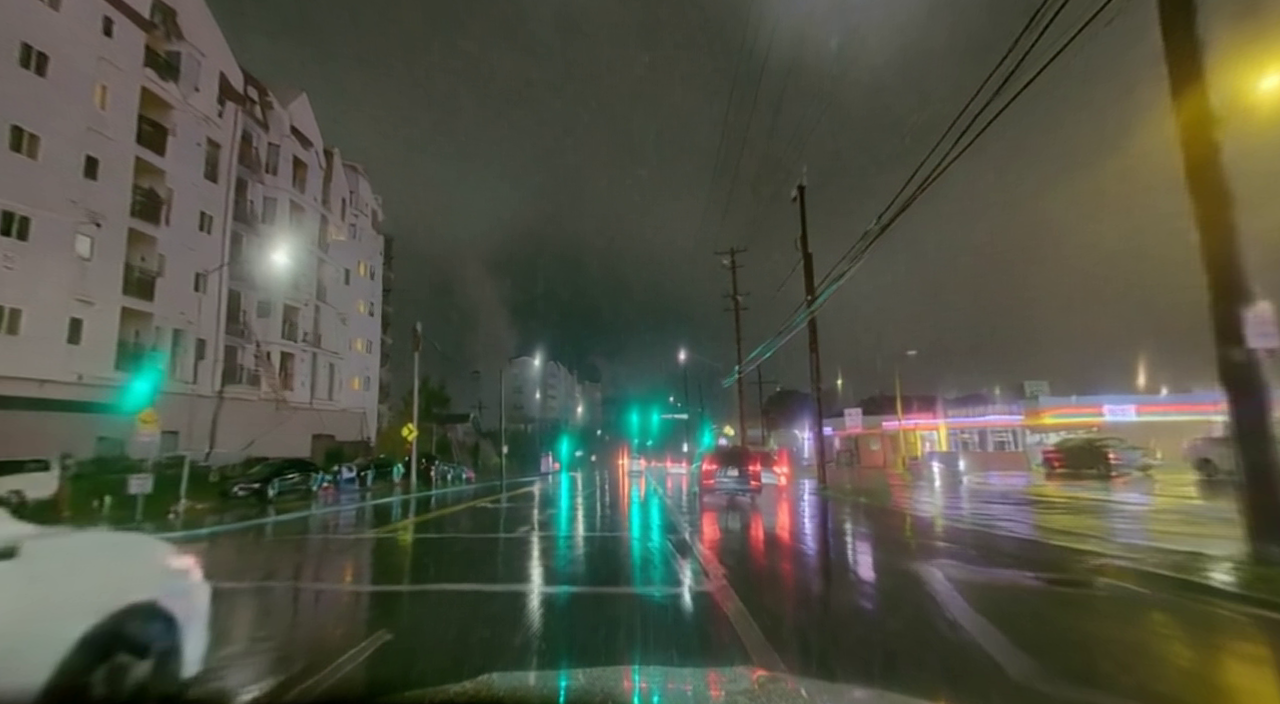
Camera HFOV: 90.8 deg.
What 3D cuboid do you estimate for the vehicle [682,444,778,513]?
[{"bbox_3d":[2.395,3.458,17.890,1.945,1.647,4.160,0,-8,-2],"label":"vehicle"}]

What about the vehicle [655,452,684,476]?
[{"bbox_3d":[2.262,8.599,48.751,1.953,1.687,4.094,-1,-8,-1],"label":"vehicle"}]

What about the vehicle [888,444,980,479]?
[{"bbox_3d":[13.587,5.053,29.571,1.846,1.480,4.649,0,-8,-3],"label":"vehicle"}]

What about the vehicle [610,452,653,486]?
[{"bbox_3d":[-0.421,5.811,31.570,1.999,1.487,3.939,-1,-8,0],"label":"vehicle"}]

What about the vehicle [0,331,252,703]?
[{"bbox_3d":[-3.210,0.668,1.107,2.221,1.706,4.451,-1,-8,0],"label":"vehicle"}]

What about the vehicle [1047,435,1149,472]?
[{"bbox_3d":[21.109,4.666,29.347,1.856,1.530,3.933,-1,-8,2],"label":"vehicle"}]

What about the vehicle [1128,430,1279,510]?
[{"bbox_3d":[15.316,2.744,15.031,5.302,1.633,2.206,-5,-6,19],"label":"vehicle"}]

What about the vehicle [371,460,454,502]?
[{"bbox_3d":[-9.536,5.406,26.899,1.859,1.451,4.447,-1,-8,1],"label":"vehicle"}]
